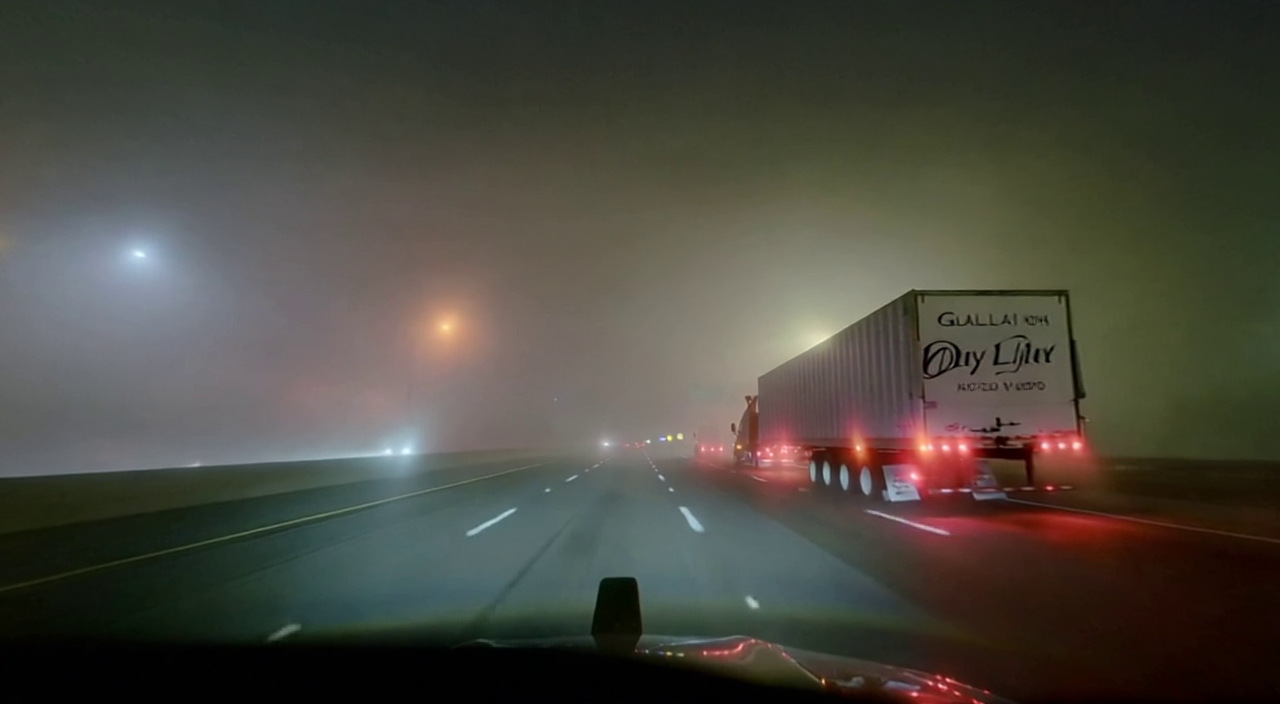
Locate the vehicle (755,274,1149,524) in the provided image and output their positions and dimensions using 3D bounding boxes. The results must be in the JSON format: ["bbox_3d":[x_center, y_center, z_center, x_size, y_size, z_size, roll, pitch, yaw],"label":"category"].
[{"bbox_3d":[6.330,1.895,18.075,2.962,3.947,16.241,0,-9,0],"label":"vehicle"}]
